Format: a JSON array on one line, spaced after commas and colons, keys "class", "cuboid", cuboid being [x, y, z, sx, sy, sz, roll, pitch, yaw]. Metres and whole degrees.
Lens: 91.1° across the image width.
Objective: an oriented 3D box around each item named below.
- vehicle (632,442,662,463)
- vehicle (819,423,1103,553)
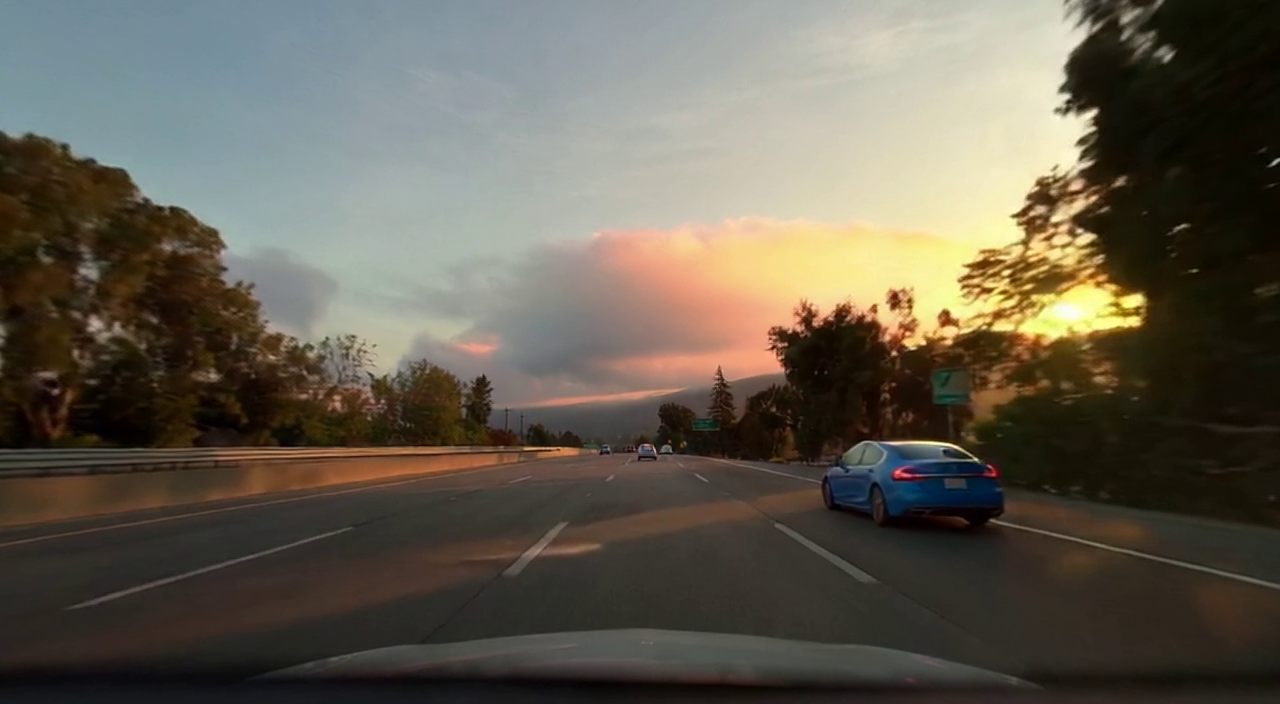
[{"class": "vehicle", "cuboid": [0.463, 7.279, 45.541, 2.052, 1.449, 3.857, -1, -8, 0]}, {"class": "vehicle", "cuboid": [4.529, 1.979, 9.910, 2.008, 1.524, 4.598, -1, -8, -1]}]
